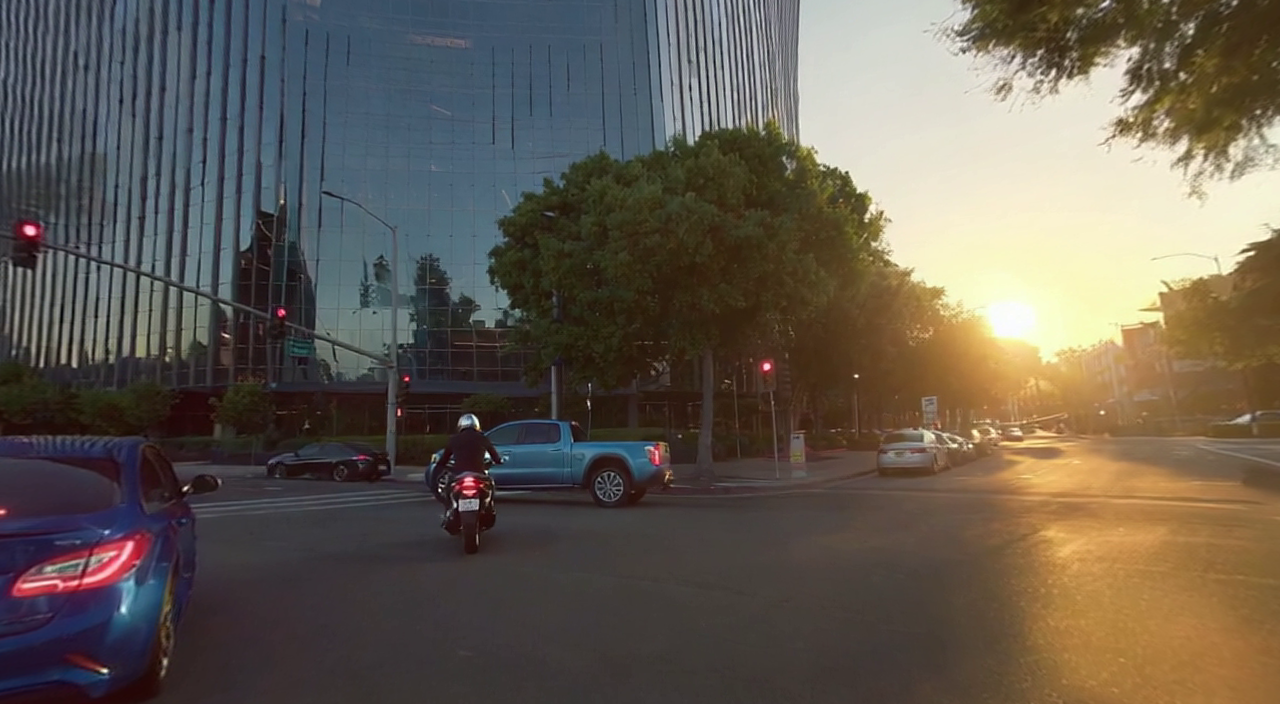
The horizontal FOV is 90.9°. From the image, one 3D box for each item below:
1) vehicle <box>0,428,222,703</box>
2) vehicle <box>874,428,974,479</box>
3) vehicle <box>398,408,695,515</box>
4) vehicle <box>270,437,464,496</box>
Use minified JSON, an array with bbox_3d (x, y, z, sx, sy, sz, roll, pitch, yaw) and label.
[{"bbox_3d":[-4.229,1.295,4.279,2.009,1.450,4.182,6,-10,-36],"label":"vehicle"},{"bbox_3d":[10.458,3.651,23.045,2.084,1.656,4.583,-7,-11,39],"label":"vehicle"},{"bbox_3d":[-1.980,2.293,13.660,5.833,1.960,2.341,2,-9,-16],"label":"vehicle"},{"bbox_3d":[-7.280,3.085,17.153,4.401,1.480,1.864,-1,-8,3],"label":"vehicle"}]
